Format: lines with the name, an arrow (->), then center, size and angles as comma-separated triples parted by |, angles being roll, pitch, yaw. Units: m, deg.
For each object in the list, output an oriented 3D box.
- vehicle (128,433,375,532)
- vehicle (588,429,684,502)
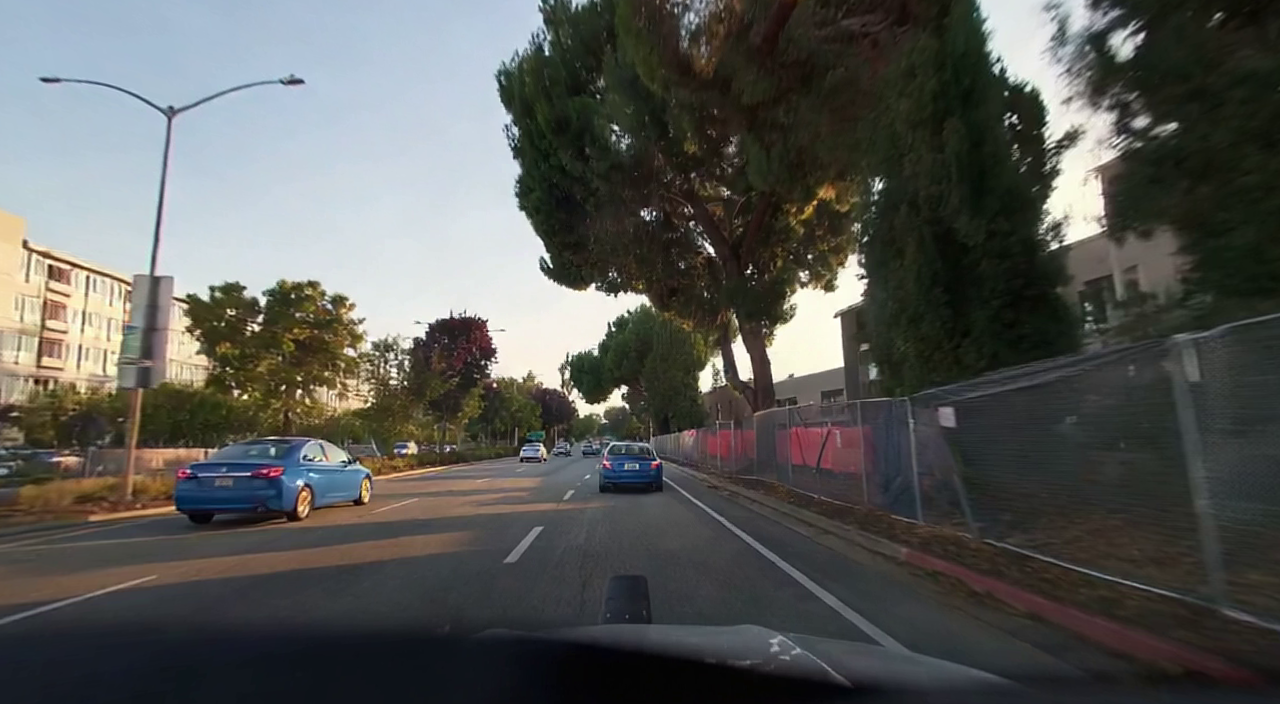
vehicle -> -6.871, 2.314, 11.875 | 1.877, 1.479, 4.430 | 0, -8, -1
vehicle -> -0.203, 2.927, 16.685 | 2.227, 1.654, 4.091 | 0, -8, -3
